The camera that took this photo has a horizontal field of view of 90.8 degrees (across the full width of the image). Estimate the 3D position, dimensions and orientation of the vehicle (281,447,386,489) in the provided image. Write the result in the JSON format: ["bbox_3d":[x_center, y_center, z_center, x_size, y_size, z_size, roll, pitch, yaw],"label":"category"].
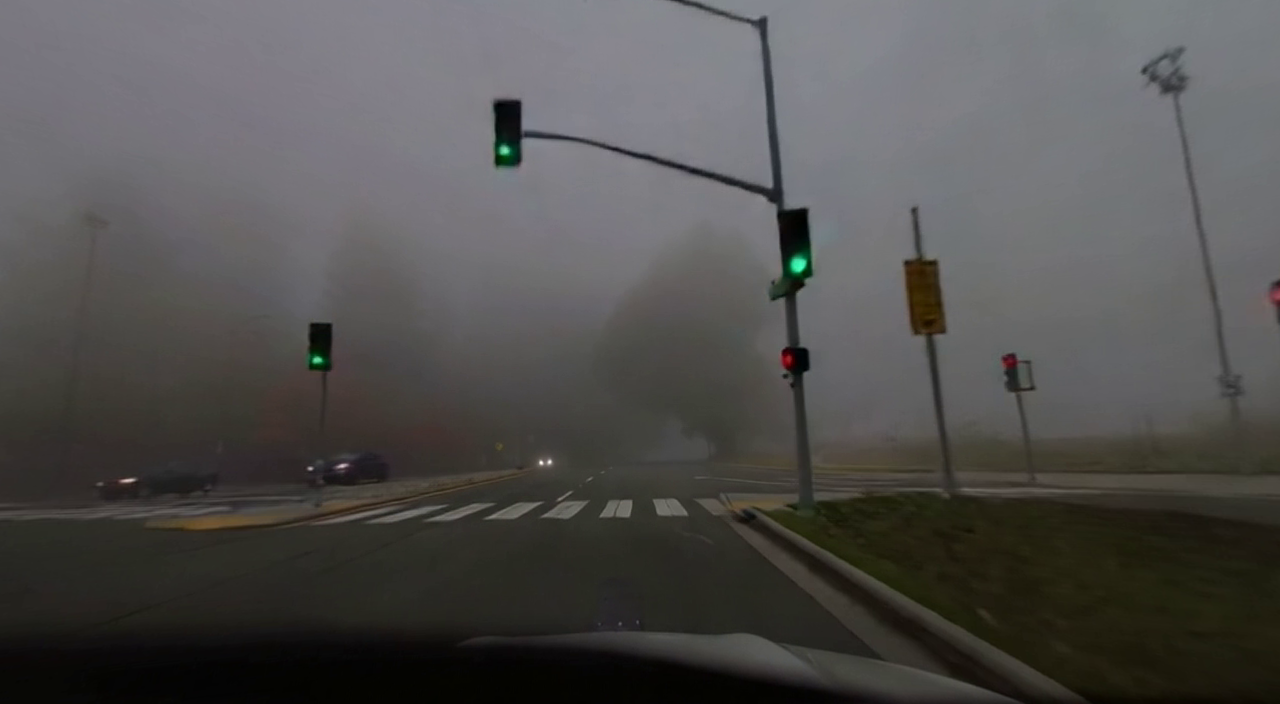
[{"bbox_3d":[-14.400,5.451,30.083,2.106,1.782,4.974,-1,-8,5],"label":"vehicle"}]

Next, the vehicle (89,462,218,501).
[{"bbox_3d":[-22.925,6.071,29.955,1.862,1.529,4.370,-4,-9,25],"label":"vehicle"}]
